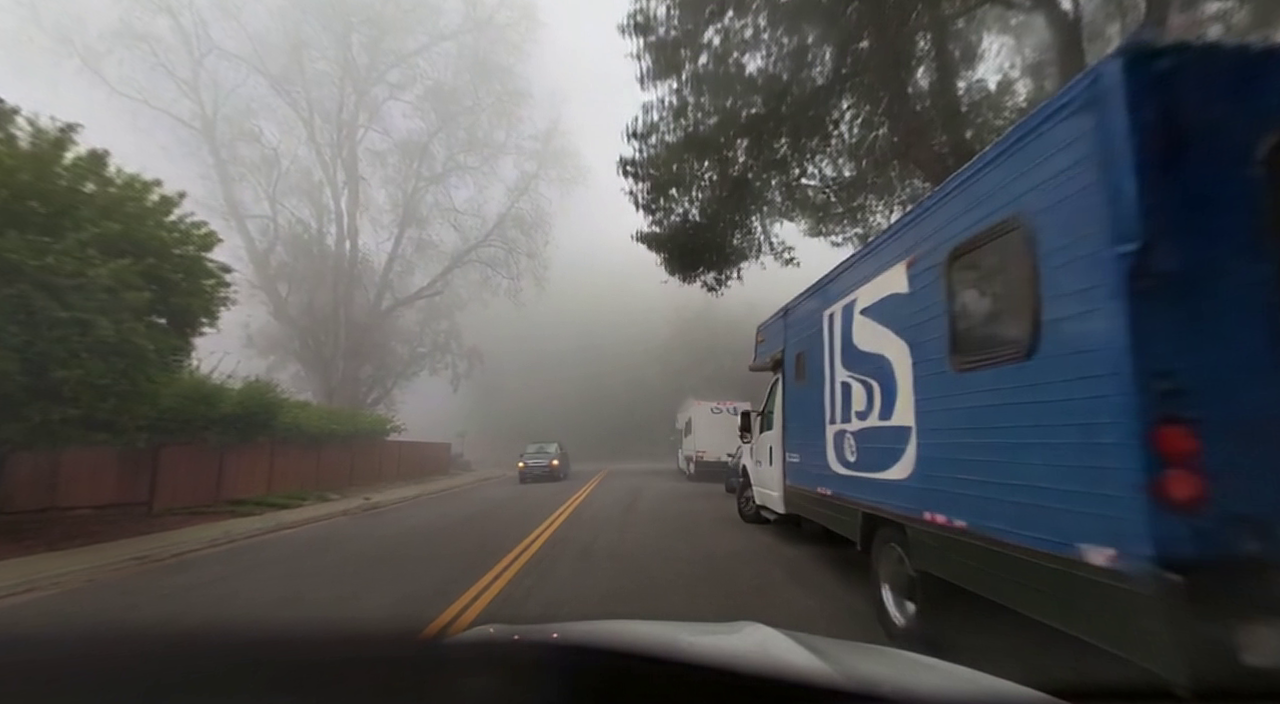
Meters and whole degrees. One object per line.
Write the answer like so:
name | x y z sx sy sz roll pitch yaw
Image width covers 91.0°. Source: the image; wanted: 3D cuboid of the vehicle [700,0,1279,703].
vehicle | 2.946 0.843 7.699 3.052 3.440 11.052 0 -8 -1

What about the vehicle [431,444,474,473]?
vehicle | -12.776 7.252 43.097 2.111 1.856 4.803 0 -9 -8

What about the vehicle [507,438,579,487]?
vehicle | -3.725 4.339 25.083 2.194 1.763 4.288 0 -9 0
